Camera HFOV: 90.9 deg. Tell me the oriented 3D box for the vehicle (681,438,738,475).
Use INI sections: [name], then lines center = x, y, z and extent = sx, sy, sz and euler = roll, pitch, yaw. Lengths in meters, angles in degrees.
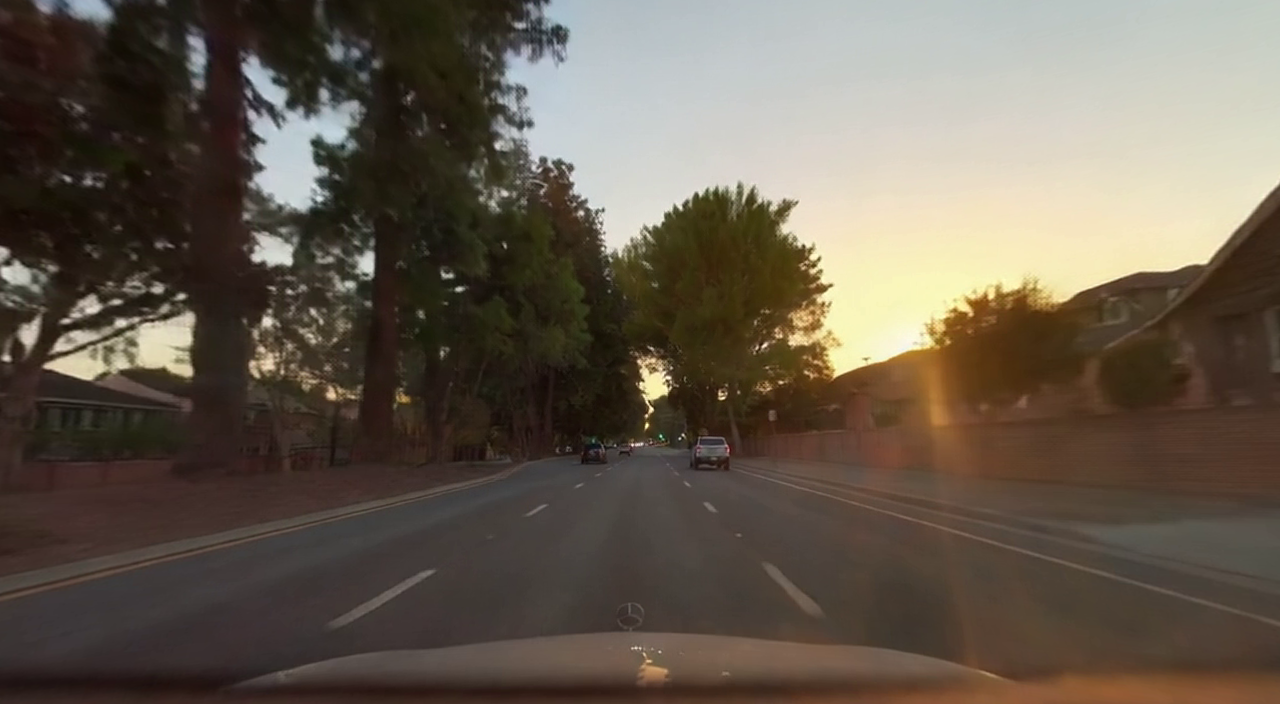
[vehicle]
center = 3.319, 5.111, 31.115
extent = 2.321, 1.695, 5.037
euler = 0, -8, 1
